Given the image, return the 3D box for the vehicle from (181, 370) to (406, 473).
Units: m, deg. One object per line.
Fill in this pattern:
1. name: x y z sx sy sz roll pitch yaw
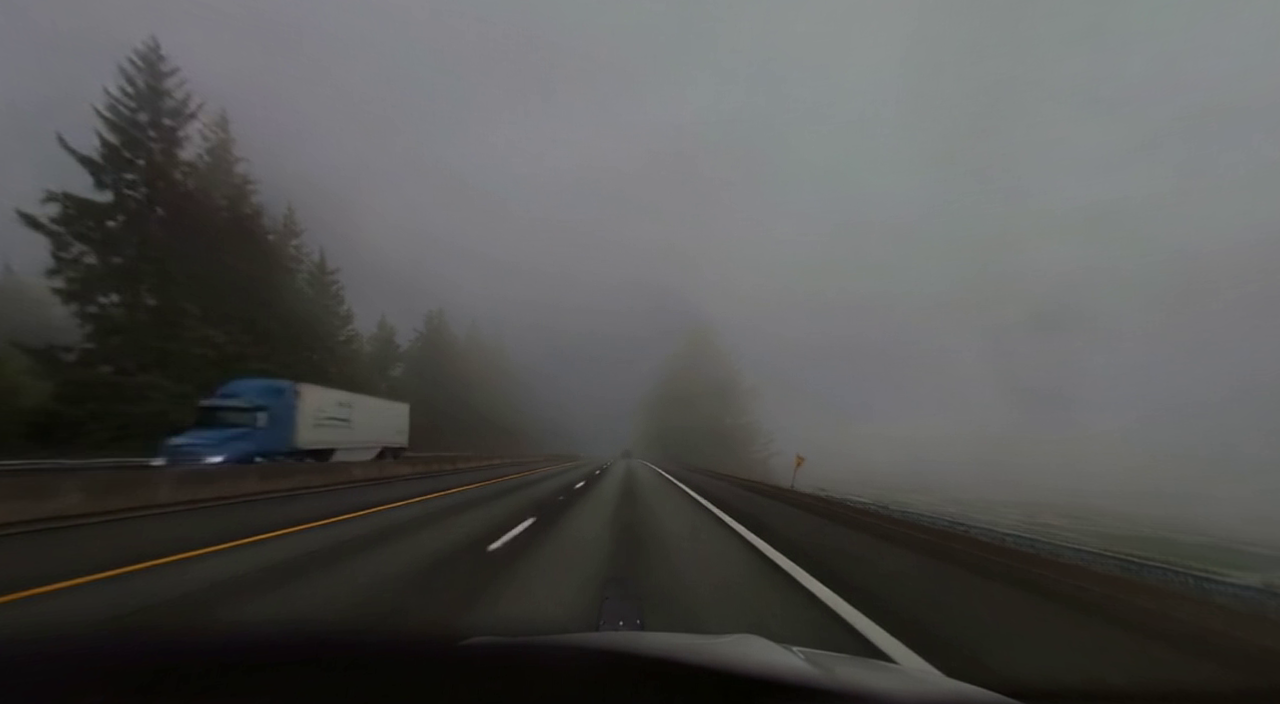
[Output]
1. vehicle: -16.908 4.088 33.621 2.908 4.077 17.001 0 -9 -2
